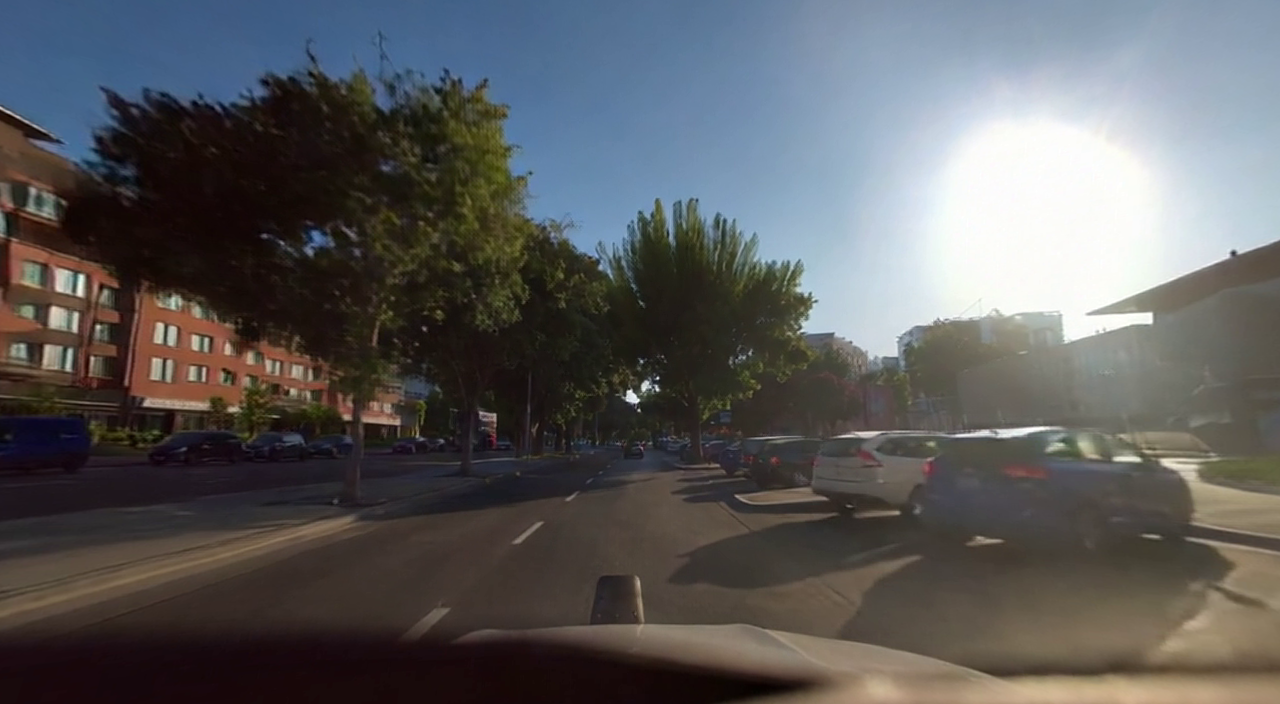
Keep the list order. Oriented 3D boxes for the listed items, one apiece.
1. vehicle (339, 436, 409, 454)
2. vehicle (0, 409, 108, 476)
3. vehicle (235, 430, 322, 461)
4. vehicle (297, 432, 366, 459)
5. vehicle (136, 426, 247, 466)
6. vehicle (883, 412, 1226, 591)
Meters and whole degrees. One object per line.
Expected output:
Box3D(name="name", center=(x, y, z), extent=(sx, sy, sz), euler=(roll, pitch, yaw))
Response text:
Box3D(name="vehicle", center=(-19.403, 6.804, 46.325), extent=(2.389, 1.206, 6.247), euler=(-1, -7, 1))
Box3D(name="vehicle", center=(-18.676, 2.609, 18.465), extent=(1.972, 1.839, 4.553), euler=(3, -8, 1))
Box3D(name="vehicle", center=(-18.601, 4.836, 32.648), extent=(1.811, 1.502, 4.639), euler=(0, -8, 0))
Box3D(name="vehicle", center=(-18.869, 5.757, 38.754), extent=(1.869, 1.494, 4.833), euler=(0, -8, -2))
Box3D(name="vehicle", center=(-18.673, 3.944, 26.468), extent=(1.807, 1.501, 4.134), euler=(0, -8, -3))
Box3D(name="vehicle", center=(4.912, 1.529, 7.323), extent=(4.047, 1.497, 1.898), euler=(5, -10, -36))
